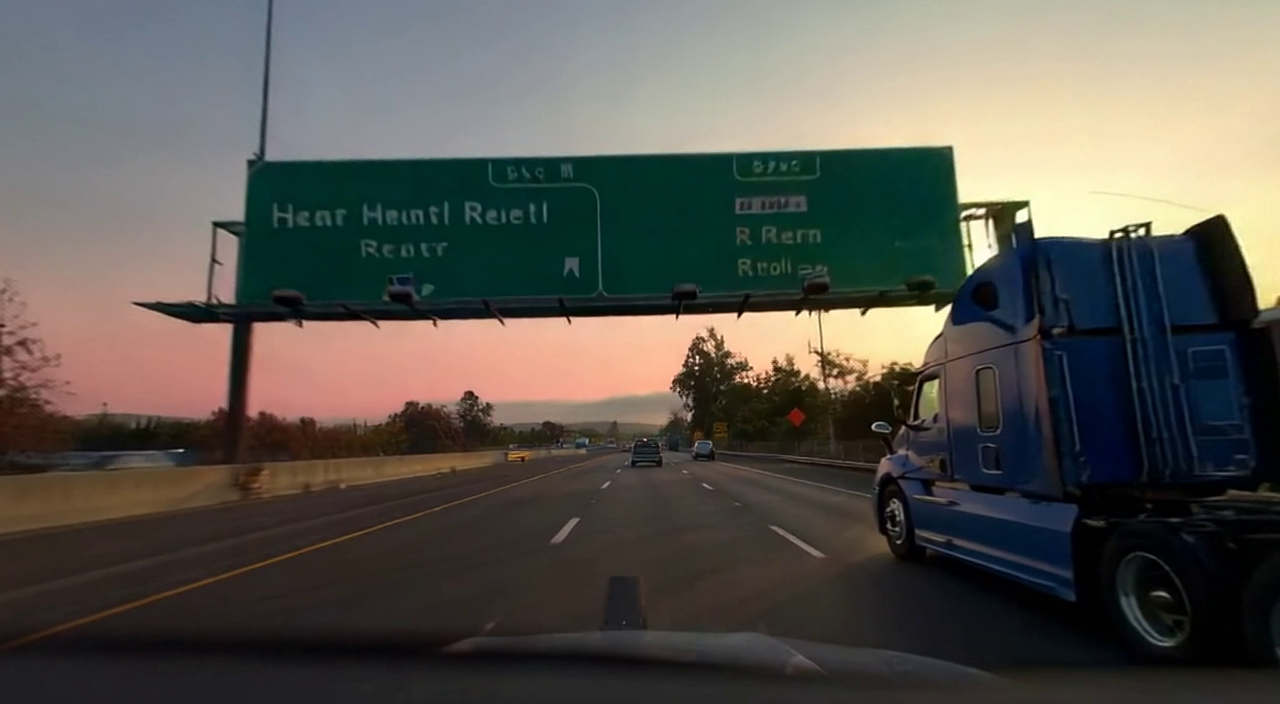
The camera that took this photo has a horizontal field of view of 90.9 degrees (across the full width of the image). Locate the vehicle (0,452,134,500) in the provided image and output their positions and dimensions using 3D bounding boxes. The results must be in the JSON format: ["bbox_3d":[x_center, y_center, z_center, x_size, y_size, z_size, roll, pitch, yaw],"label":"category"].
[{"bbox_3d":[-20.934,4.328,22.418,1.899,1.469,4.605,-1,-8,3],"label":"vehicle"}]

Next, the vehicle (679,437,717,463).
[{"bbox_3d":[4.213,7.272,46.789,2.215,1.798,4.776,0,-8,-1],"label":"vehicle"}]

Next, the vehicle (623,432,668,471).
[{"bbox_3d":[0.267,5.221,33.169,2.205,1.860,4.301,0,-8,-1],"label":"vehicle"}]

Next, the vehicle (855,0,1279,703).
[{"bbox_3d":[4.303,-0.015,3.768,3.030,3.985,8.655,-1,-8,1],"label":"vehicle"}]
